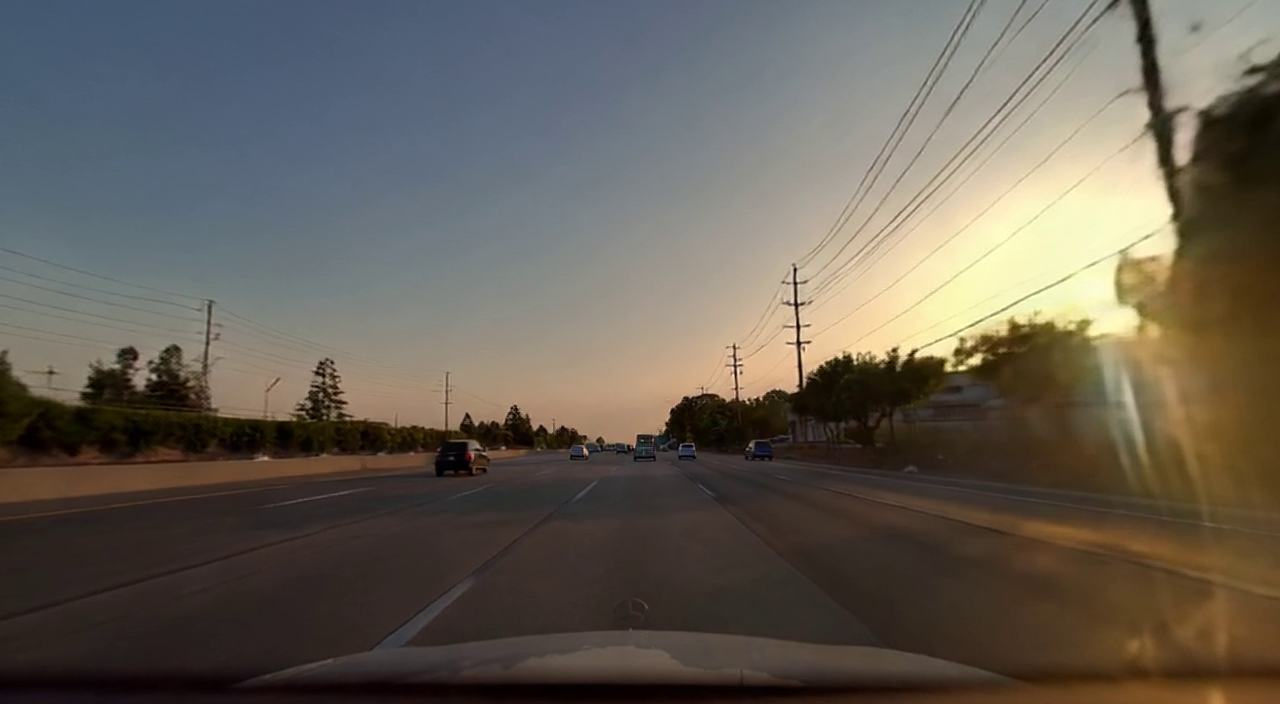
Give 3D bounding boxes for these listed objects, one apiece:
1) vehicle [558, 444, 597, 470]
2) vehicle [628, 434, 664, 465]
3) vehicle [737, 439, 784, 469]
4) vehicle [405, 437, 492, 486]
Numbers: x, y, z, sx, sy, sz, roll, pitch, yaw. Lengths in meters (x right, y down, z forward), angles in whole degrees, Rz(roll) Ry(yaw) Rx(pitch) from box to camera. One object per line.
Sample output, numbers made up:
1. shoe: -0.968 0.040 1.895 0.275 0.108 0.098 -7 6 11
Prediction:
1. vehicle: -3.854 6.524 39.360 1.979 1.469 4.378 0 -9 0
2. vehicle: 0.376 7.364 47.729 2.622 2.208 5.320 0 -8 -1
3. vehicle: 7.243 6.148 38.259 1.937 1.698 4.322 0 -8 -1
4. vehicle: -7.386 4.261 24.831 2.007 1.732 4.395 0 -9 0
